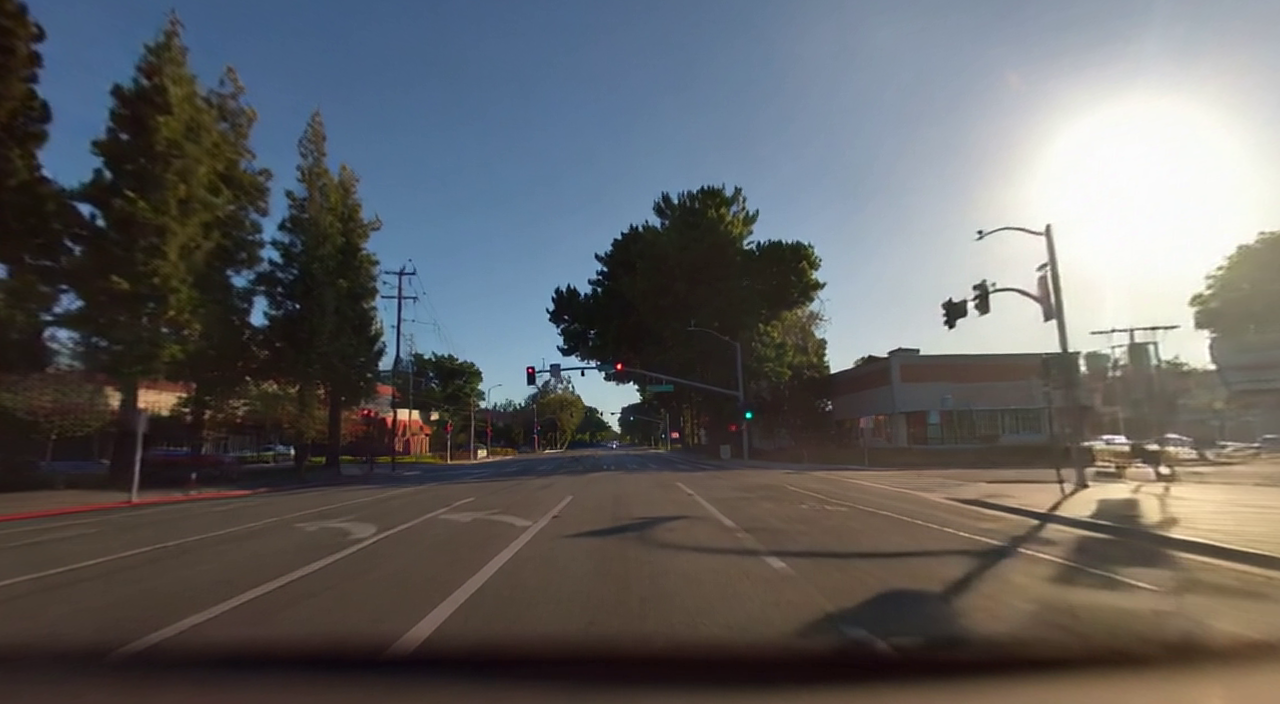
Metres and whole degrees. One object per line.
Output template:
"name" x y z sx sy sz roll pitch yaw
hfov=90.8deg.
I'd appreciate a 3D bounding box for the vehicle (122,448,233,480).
"vehicle" -26.254 6.382 36.042 4.577 1.584 2.000 3 -7 -7
